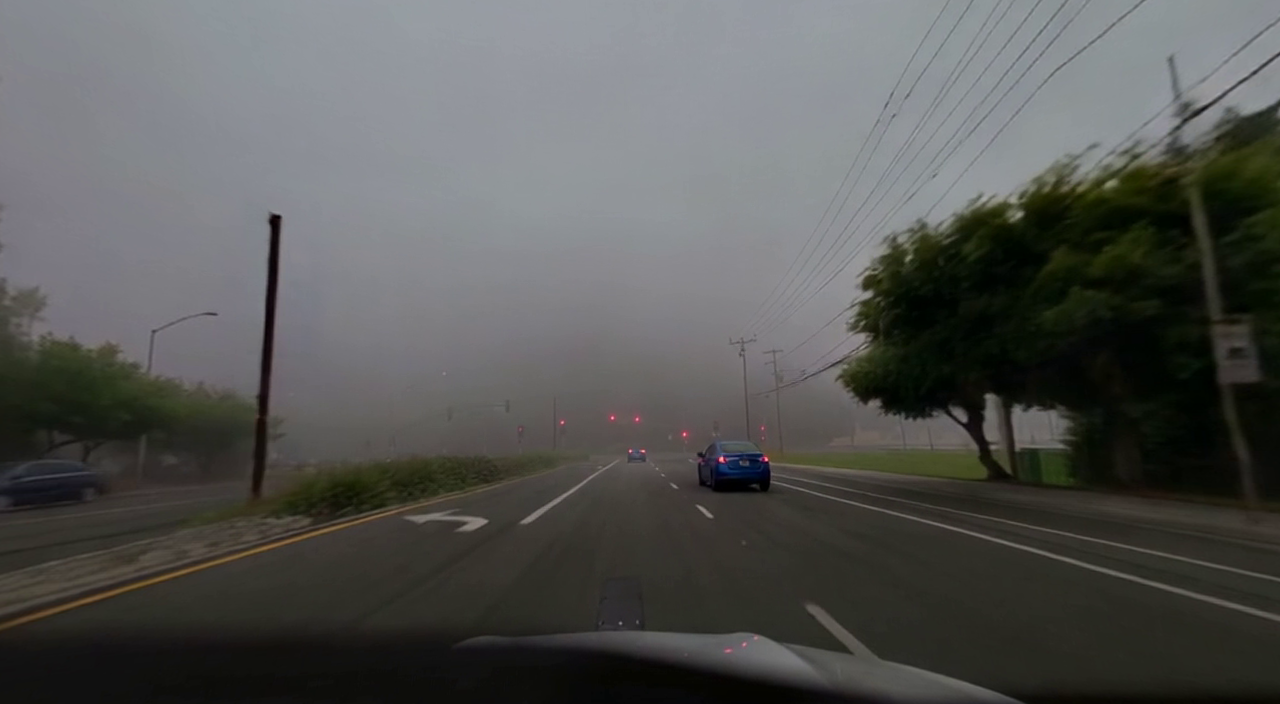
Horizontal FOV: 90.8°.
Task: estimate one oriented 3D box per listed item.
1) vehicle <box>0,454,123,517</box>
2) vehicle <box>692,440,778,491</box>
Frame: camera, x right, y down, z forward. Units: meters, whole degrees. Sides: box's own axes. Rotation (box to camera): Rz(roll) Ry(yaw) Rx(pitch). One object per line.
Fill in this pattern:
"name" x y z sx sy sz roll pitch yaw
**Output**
"vehicle" -20.259 4.349 20.931 1.969 1.818 4.889 0 -8 1
"vehicle" 2.924 3.613 20.499 2.004 1.448 4.263 0 -9 -2
